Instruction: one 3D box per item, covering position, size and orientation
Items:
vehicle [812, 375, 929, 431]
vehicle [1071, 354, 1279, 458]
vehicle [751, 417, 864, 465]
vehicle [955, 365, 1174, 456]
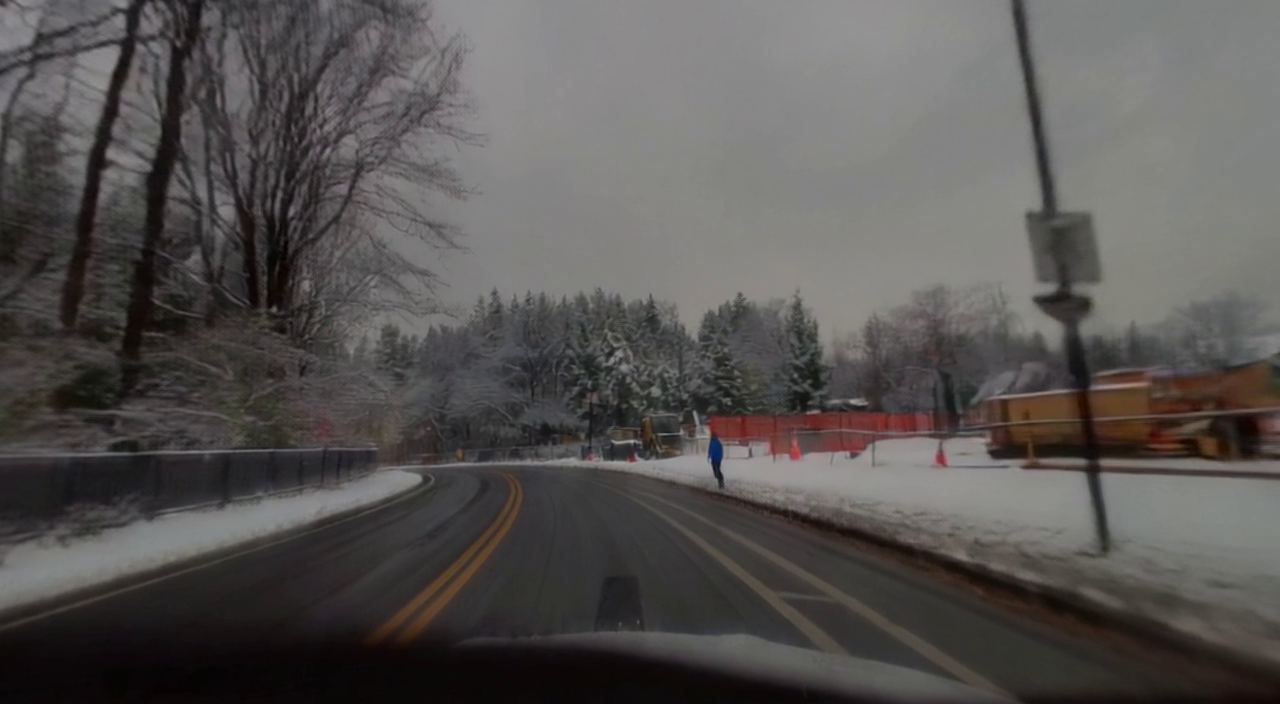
[{"bbox_3d":[9.542,2.149,26.155,4.180,1.880,2.028,7,-8,-20],"label":"vehicle"},{"bbox_3d":[9.760,0.997,10.907,3.451,1.504,1.652,3,-10,-4],"label":"vehicle"},{"bbox_3d":[8.317,4.405,31.364,5.021,1.930,2.119,-1,-9,-25],"label":"vehicle"},{"bbox_3d":[9.135,1.345,13.785,3.674,1.559,1.775,5,-10,-7],"label":"vehicle"}]
